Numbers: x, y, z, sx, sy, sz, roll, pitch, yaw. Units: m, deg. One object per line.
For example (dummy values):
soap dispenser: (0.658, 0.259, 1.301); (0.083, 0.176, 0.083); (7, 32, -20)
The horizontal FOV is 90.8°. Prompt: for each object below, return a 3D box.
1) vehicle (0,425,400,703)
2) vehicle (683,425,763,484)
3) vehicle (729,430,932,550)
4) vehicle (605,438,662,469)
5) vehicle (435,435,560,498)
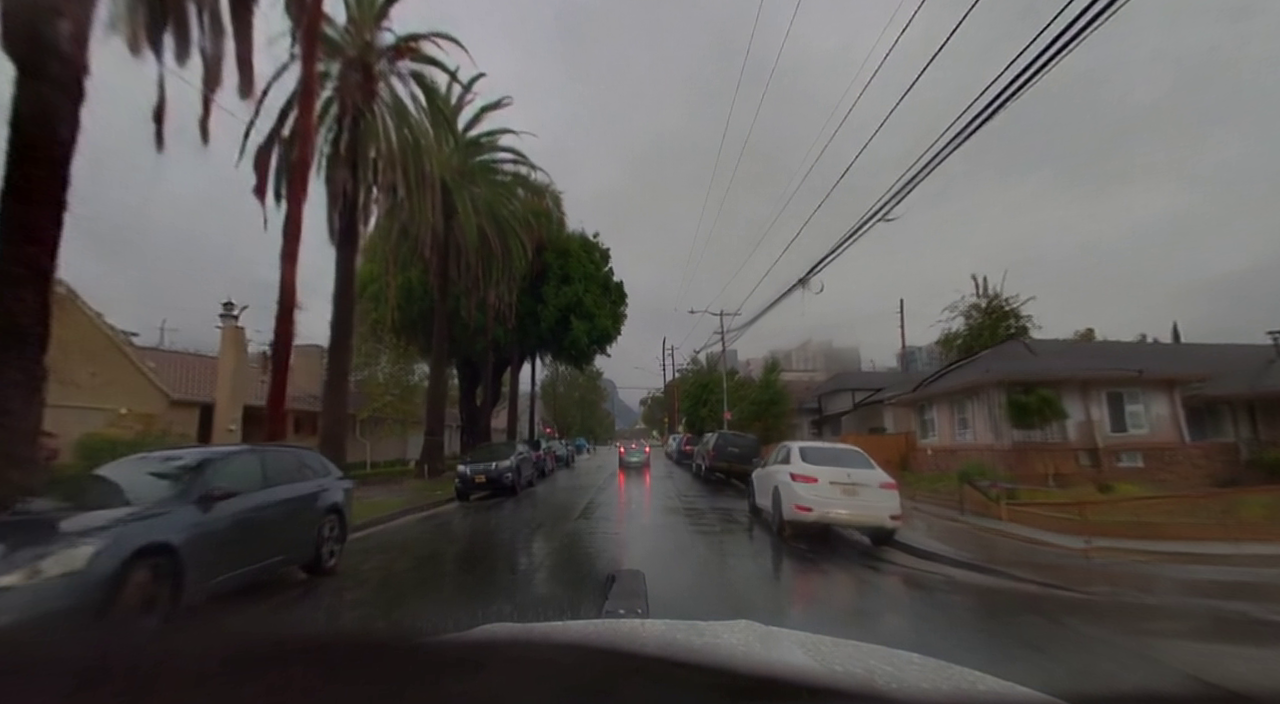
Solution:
vehicle: (-4.156, 1.546, 5.948); (1.769, 1.551, 5.040); (0, -8, 0)
vehicle: (3.005, 3.903, 24.258); (2.292, 1.981, 5.277); (0, -8, -1)
vehicle: (2.937, 2.231, 11.017); (2.060, 1.614, 4.652); (0, -8, 0)
vehicle: (-0.432, 5.299, 33.297); (2.081, 1.483, 4.599); (2, -8, -12)
vehicle: (-3.924, 3.258, 18.551); (2.130, 1.543, 5.386); (0, -8, 3)
